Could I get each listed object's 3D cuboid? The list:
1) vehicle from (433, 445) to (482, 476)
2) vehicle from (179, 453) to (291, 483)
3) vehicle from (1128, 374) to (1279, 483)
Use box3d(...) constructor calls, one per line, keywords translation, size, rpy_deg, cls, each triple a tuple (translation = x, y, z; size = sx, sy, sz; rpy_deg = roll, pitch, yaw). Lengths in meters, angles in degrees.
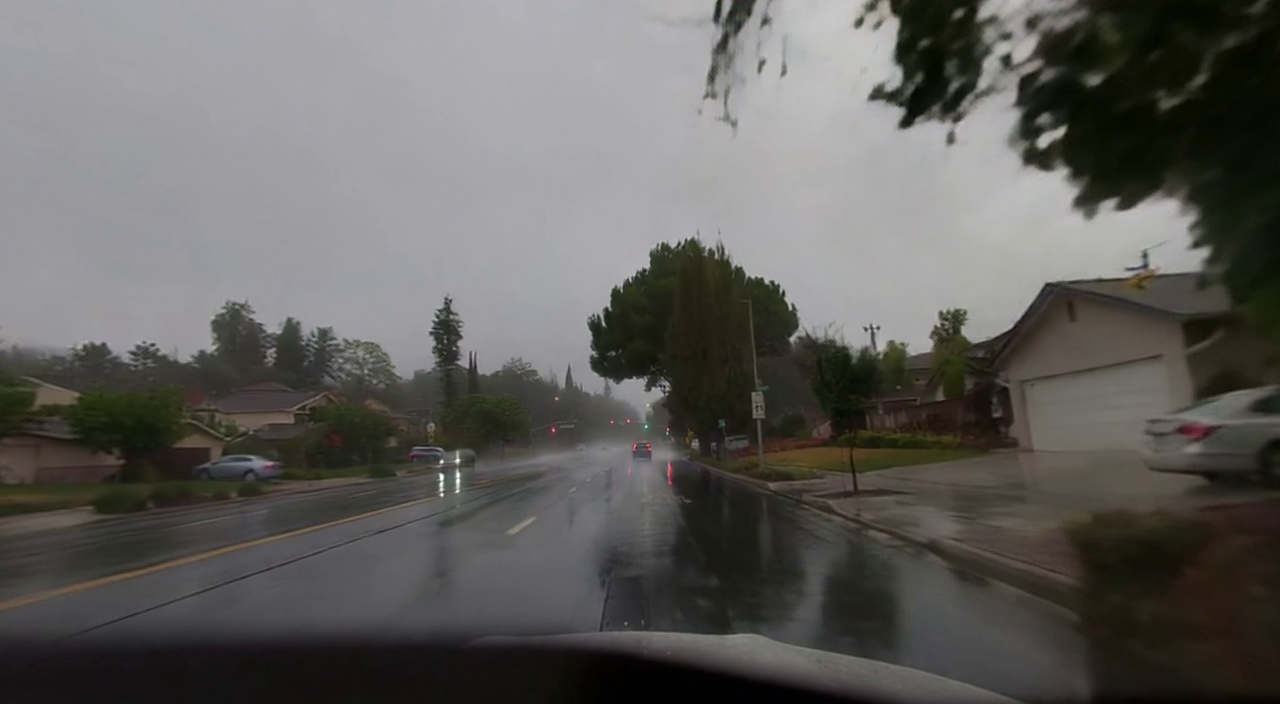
box3d(translation=(-14.166, 8.400, 49.195), size=(2.337, 1.850, 5.448), rpy_deg=(-4, -6, -2), cls="vehicle")
box3d(translation=(-22.790, 6.530, 35.671), size=(4.791, 1.564, 2.125), rpy_deg=(0, -8, -5), cls="vehicle")
box3d(translation=(11.130, 1.134, 9.853), size=(4.996, 1.563, 1.984), rpy_deg=(-4, -9, 15), cls="vehicle")
